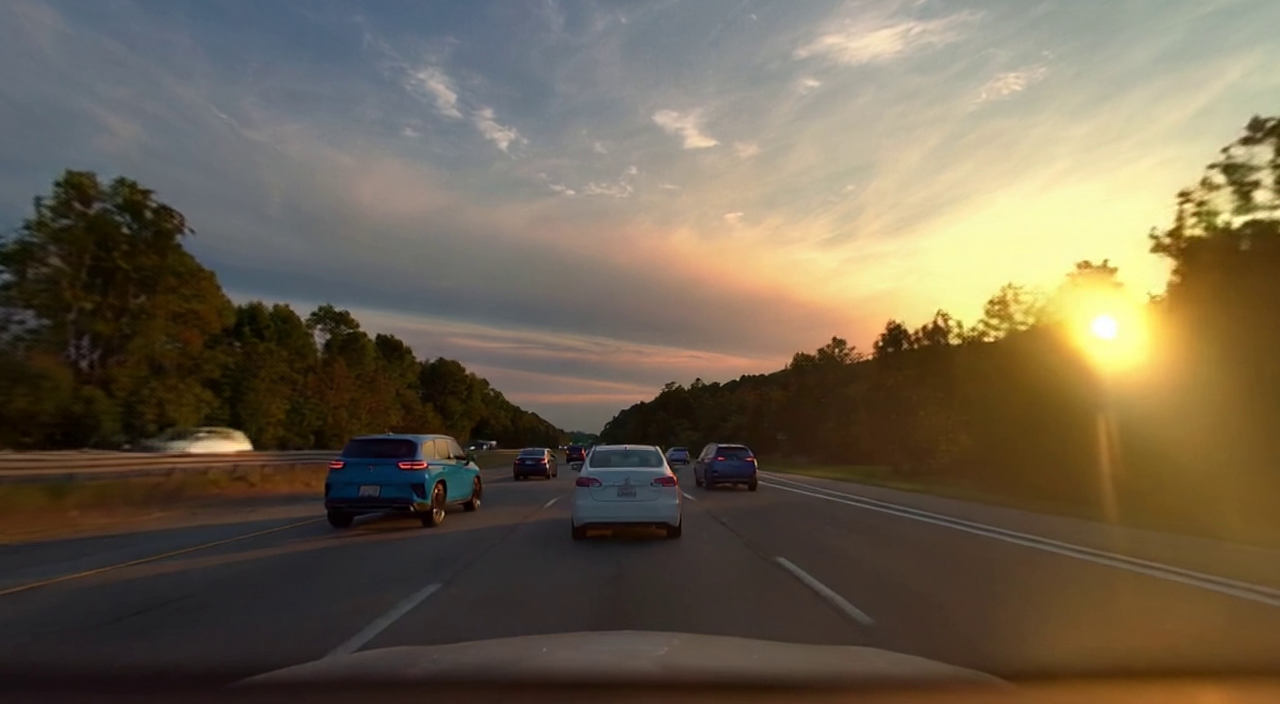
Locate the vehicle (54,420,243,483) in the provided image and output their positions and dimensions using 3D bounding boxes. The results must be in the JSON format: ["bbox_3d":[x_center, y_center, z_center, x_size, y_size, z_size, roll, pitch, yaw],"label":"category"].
[{"bbox_3d":[-12.842,2.652,16.870,1.798,1.462,4.069,0,-9,-1],"label":"vehicle"}]

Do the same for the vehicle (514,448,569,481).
[{"bbox_3d":[-4.704,5.414,30.627,2.122,1.491,3.800,0,-9,-1],"label":"vehicle"}]

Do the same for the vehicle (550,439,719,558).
[{"bbox_3d":[-0.131,2.181,10.110,2.120,1.478,4.179,0,-9,-2],"label":"vehicle"}]

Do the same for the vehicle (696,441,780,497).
[{"bbox_3d":[3.176,3.888,21.353,1.996,1.688,4.207,0,-9,-2],"label":"vehicle"}]

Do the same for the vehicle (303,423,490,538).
[{"bbox_3d":[-4.127,2.238,11.519,1.830,1.703,4.142,0,-9,-2],"label":"vehicle"}]
